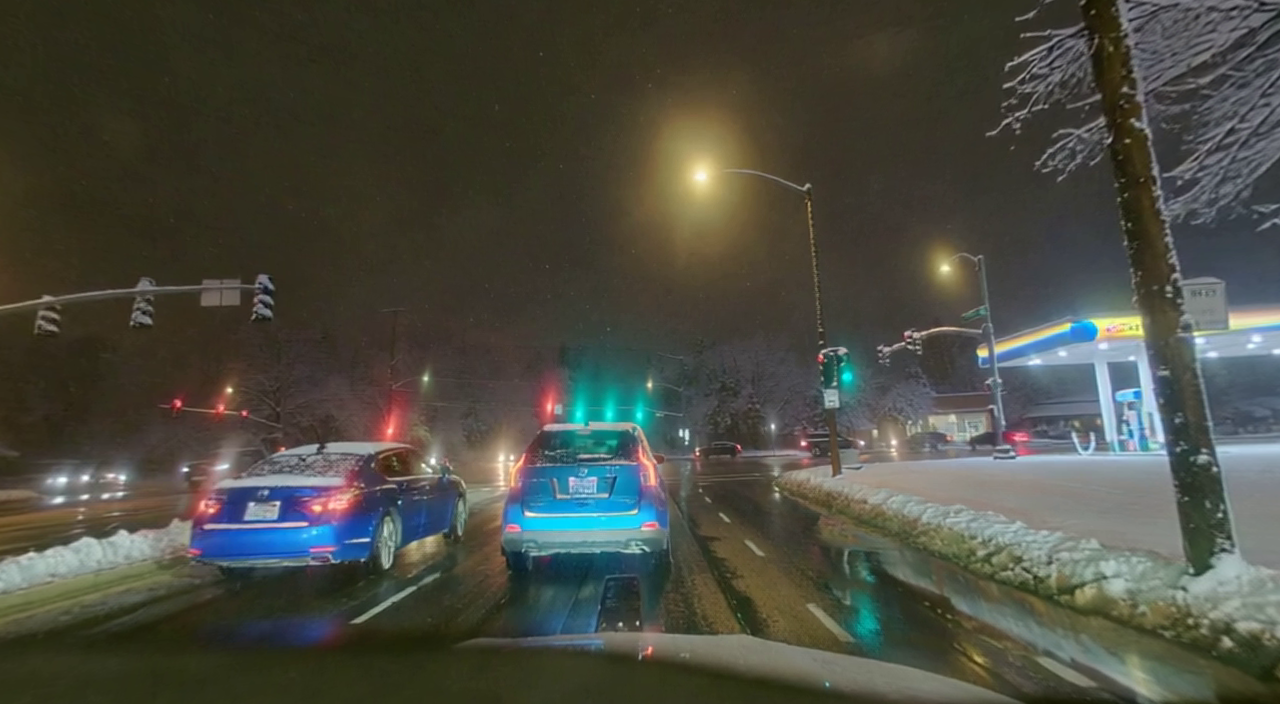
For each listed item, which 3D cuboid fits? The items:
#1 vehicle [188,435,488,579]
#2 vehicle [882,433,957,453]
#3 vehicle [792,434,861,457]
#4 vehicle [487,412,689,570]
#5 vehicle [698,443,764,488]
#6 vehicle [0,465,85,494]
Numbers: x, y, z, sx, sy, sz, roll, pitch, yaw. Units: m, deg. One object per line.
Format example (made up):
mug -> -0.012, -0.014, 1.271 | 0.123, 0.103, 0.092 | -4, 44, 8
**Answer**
vehicle -> -3.714, 1.953, 8.864 | 2.003, 1.492, 4.291 | 0, -8, 1
vehicle -> 20.725, 6.758, 46.991 | 4.700, 1.417, 1.789 | 0, -8, 1
vehicle -> 13.888, 6.988, 47.278 | 4.524, 1.681, 1.823 | 0, -8, 0
vehicle -> -0.590, 1.841, 9.139 | 2.210, 1.722, 4.215 | 0, -8, 0
vehicle -> 3.214, 4.069, 23.099 | 1.976, 1.462, 4.342 | -1, -8, 3
vehicle -> -38.017, 8.003, 39.773 | 4.371, 1.700, 1.920 | -1, -8, 3
